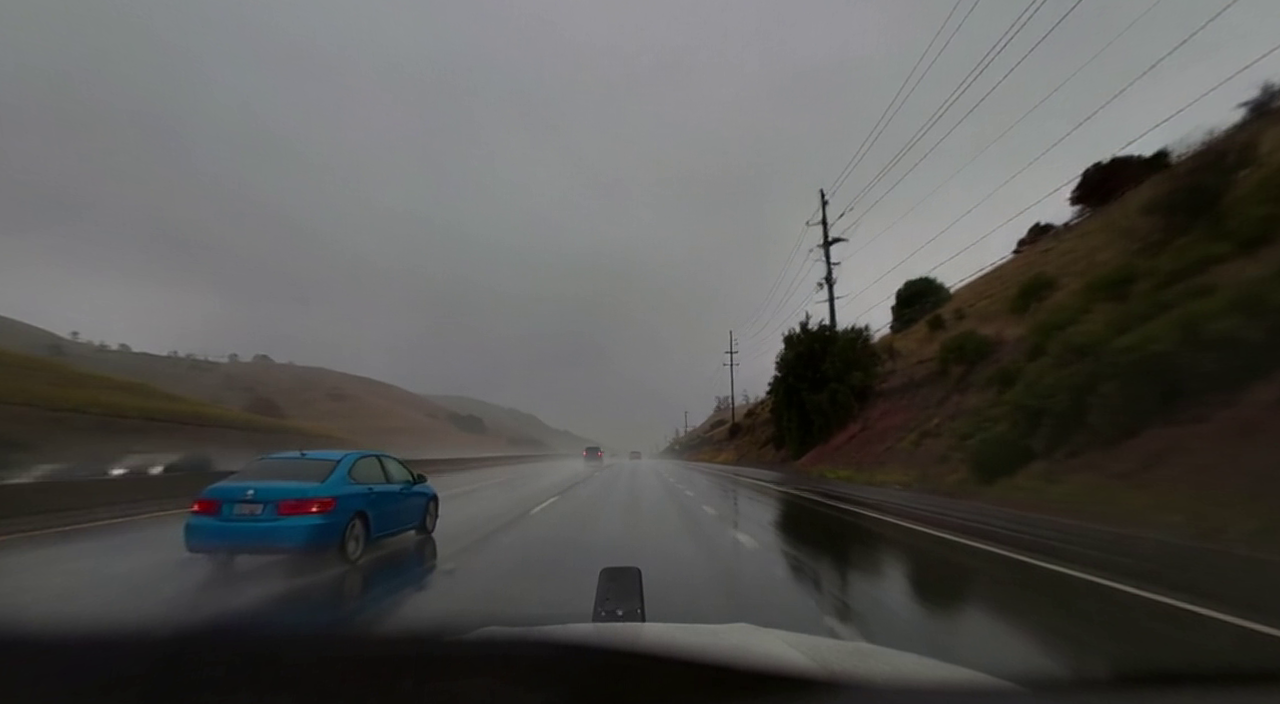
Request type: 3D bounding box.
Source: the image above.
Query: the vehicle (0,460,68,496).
[{"bbox_3d":[-29.311,5.848,29.422,1.822,1.496,3.768,0,-9,-1],"label":"vehicle"}]

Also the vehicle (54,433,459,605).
[{"bbox_3d":[-4.101,1.852,8.108,2.064,1.489,4.966,0,-9,0],"label":"vehicle"}]
